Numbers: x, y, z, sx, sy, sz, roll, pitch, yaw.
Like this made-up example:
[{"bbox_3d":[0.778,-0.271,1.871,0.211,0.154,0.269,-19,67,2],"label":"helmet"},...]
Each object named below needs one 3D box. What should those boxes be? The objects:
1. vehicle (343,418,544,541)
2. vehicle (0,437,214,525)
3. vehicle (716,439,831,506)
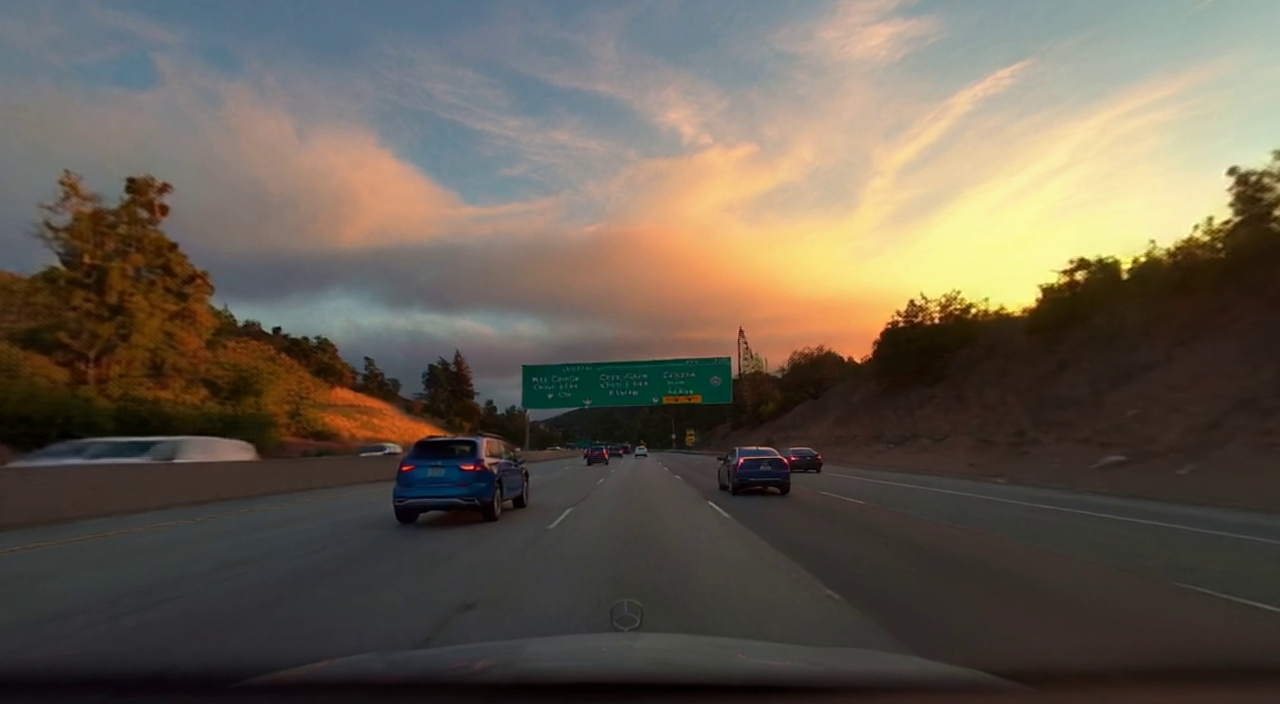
[{"bbox_3d":[-3.178,2.173,11.388,2.137,1.756,4.453,0,-8,1],"label":"vehicle"},{"bbox_3d":[-11.699,2.642,13.560,1.871,1.551,4.448,0,-9,0],"label":"vehicle"},{"bbox_3d":[3.223,2.998,16.122,1.979,1.486,4.125,0,-9,-1],"label":"vehicle"}]
